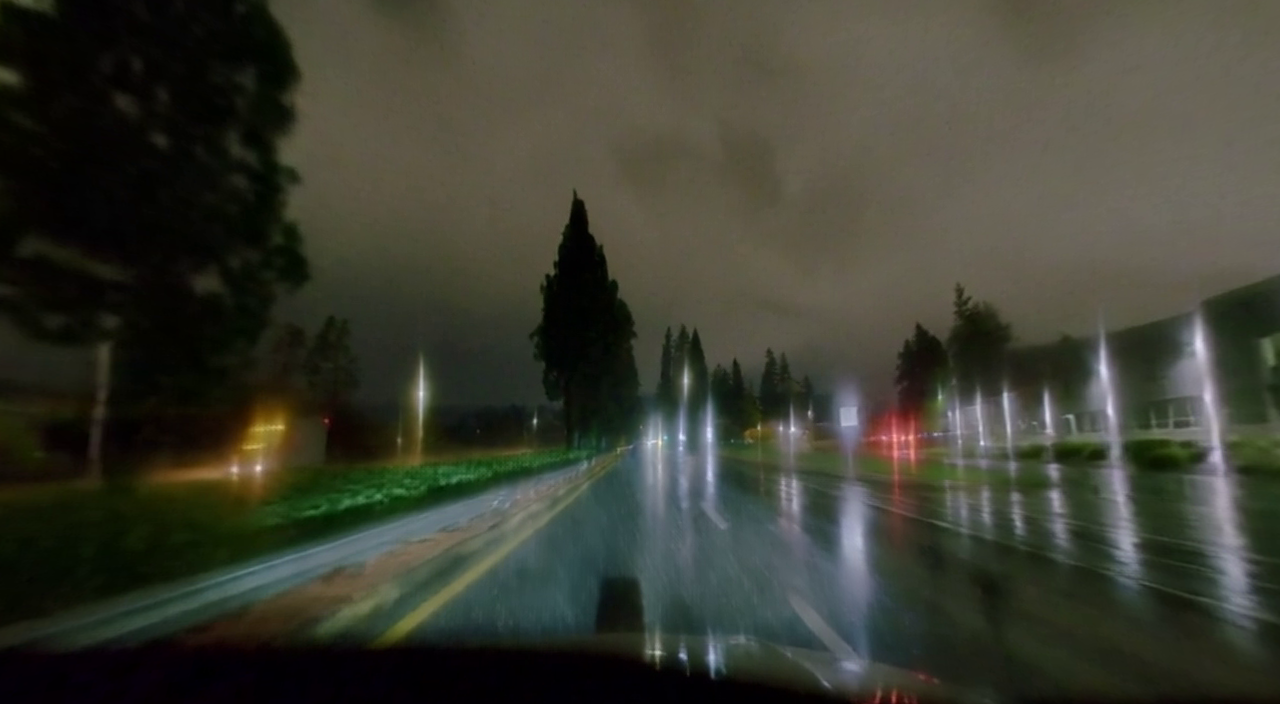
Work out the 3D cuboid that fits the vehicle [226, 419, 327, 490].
[{"bbox_3d":[-17.174,4.813,30.101,2.575,2.950,4.003,-4,-7,-3],"label":"vehicle"}]
